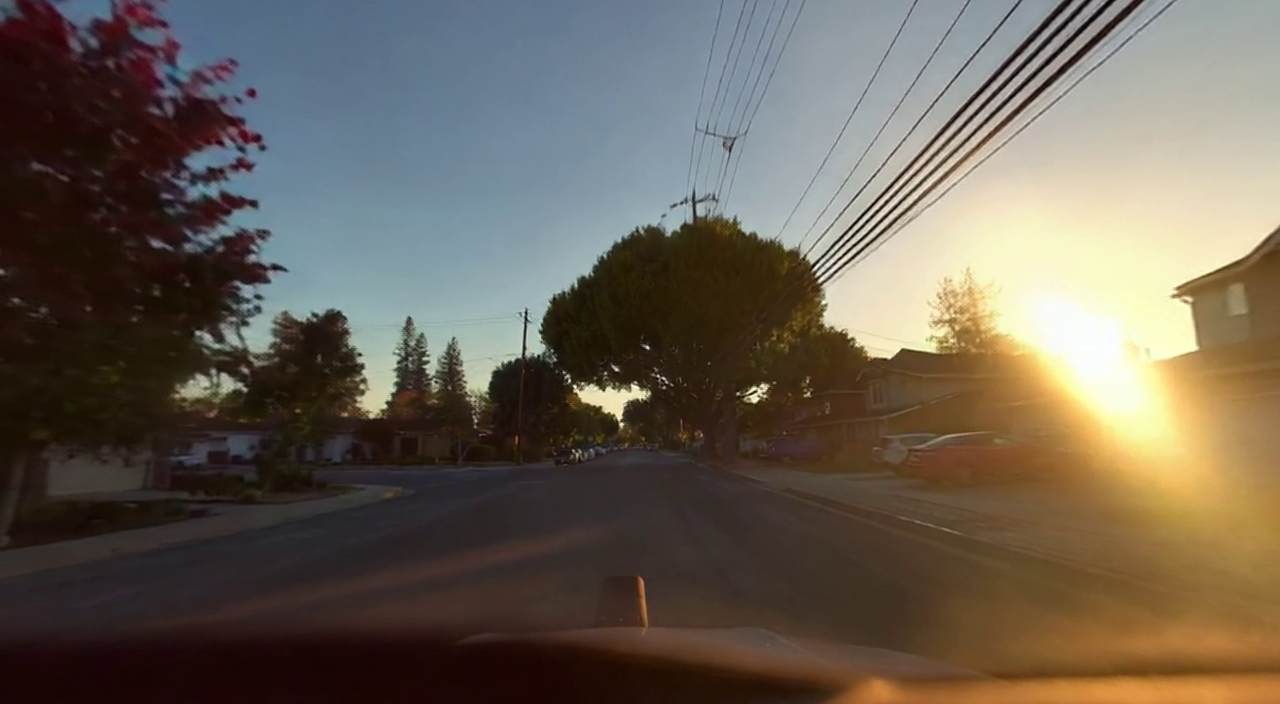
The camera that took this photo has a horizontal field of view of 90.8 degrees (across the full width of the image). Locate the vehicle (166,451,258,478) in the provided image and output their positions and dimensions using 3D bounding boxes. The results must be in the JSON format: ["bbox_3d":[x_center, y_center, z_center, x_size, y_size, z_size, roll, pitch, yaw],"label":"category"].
[{"bbox_3d":[-27.102,7.132,40.119,4.360,1.582,1.920,0,-8,-2],"label":"vehicle"}]

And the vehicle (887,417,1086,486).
[{"bbox_3d":[10.234,2.981,19.011,4.686,1.786,2.019,-3,-8,5],"label":"vehicle"}]

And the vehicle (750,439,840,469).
[{"bbox_3d":[9.330,6.155,38.273,4.846,1.577,2.146,-2,-8,0],"label":"vehicle"}]
